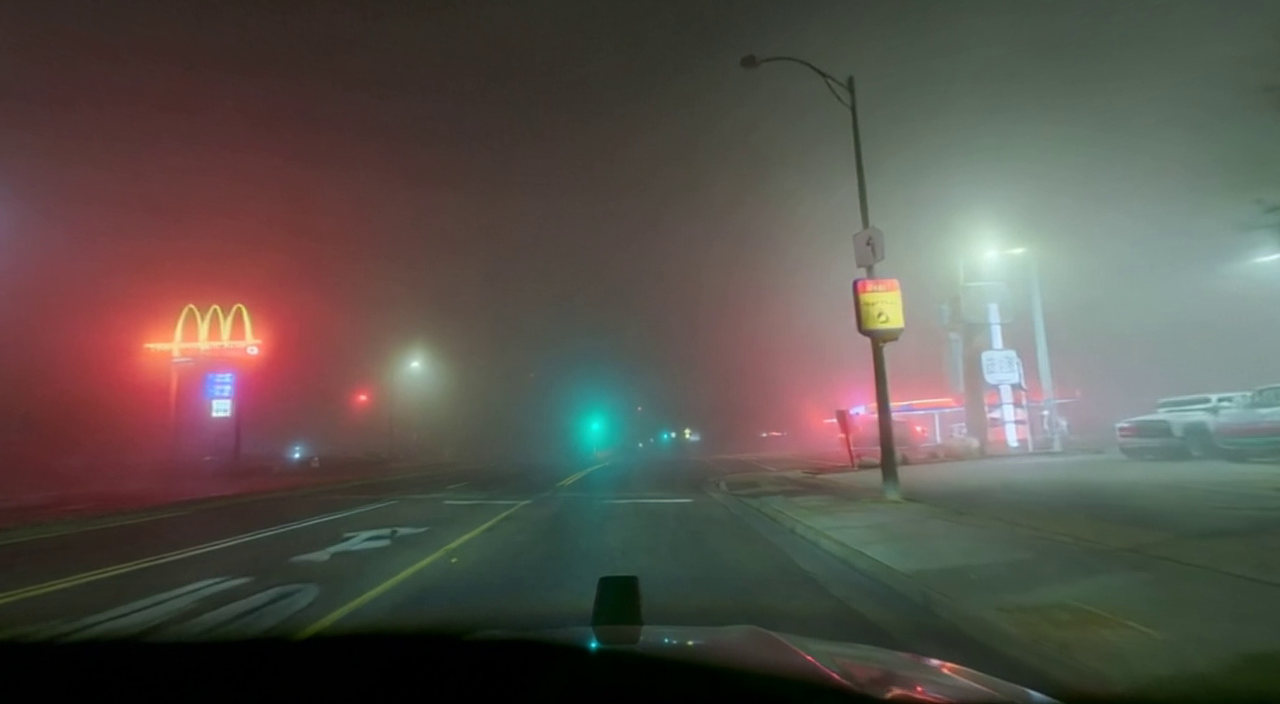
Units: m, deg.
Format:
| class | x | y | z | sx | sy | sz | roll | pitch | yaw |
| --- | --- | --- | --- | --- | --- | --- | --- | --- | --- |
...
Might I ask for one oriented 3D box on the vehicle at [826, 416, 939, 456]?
| class | x | y | z | sx | sy | sz | roll | pitch | yaw |
| --- | --- | --- | --- | --- | --- | --- | --- | --- | --- |
| vehicle | 11.851 | 4.156 | 30.996 | 4.640 | 1.800 | 2.026 | -1 | -8 | -1 |
